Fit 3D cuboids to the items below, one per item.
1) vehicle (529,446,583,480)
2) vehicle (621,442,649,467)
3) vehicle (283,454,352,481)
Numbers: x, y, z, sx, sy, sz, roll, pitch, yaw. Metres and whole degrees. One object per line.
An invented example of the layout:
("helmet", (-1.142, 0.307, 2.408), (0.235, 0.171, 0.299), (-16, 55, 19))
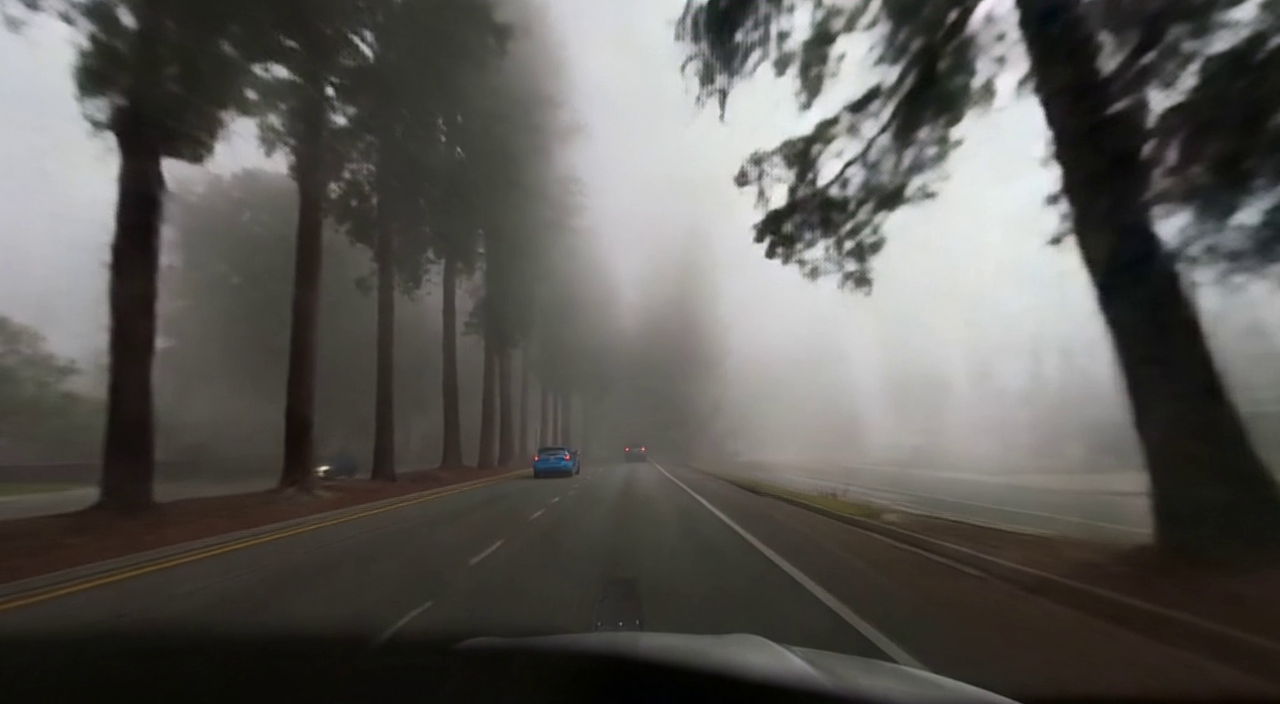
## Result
("vehicle", (-3.865, 5.143, 29.649), (1.917, 1.448, 4.178), (0, -8, 0))
("vehicle", (-0.381, 7.692, 47.709), (2.018, 1.769, 3.897), (0, -8, -1))
("vehicle", (-19.977, 7.165, 39.385), (1.872, 1.479, 4.643), (0, -8, 0))
